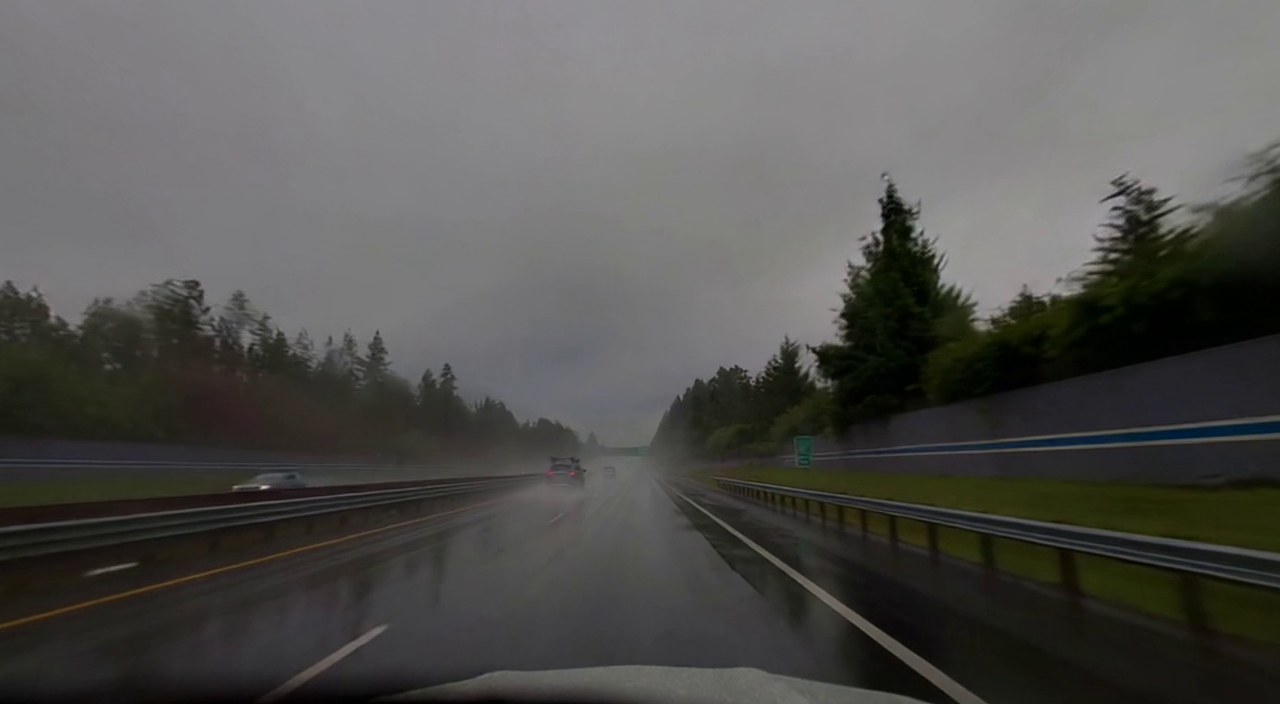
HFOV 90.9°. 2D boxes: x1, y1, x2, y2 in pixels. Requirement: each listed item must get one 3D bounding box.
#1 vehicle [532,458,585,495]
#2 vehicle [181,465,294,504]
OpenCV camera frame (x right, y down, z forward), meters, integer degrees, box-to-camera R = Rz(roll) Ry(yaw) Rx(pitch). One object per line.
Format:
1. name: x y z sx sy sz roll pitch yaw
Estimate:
1. vehicle: -3.980 6.184 31.481 2.022 1.650 4.331 0 -11 1
2. vehicle: -16.900 5.577 26.776 1.867 1.445 4.398 1 -11 0
